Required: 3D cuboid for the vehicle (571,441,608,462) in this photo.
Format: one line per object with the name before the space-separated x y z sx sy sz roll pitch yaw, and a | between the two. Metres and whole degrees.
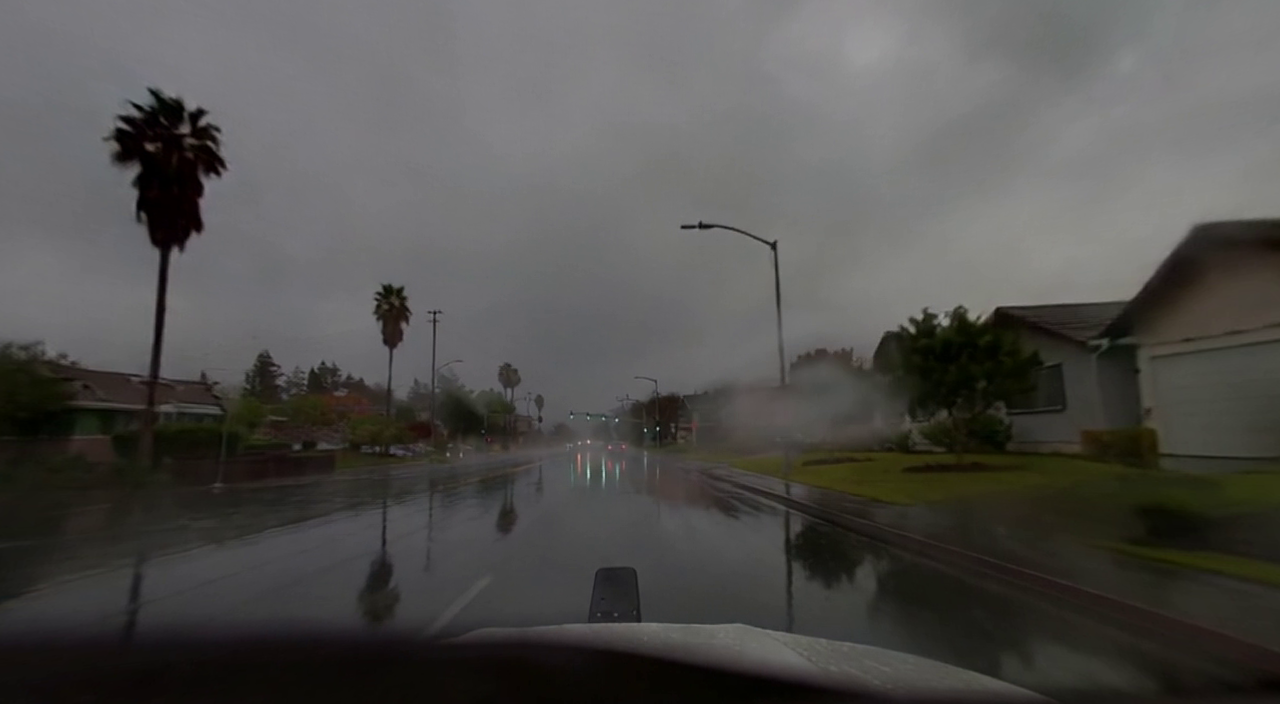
vehicle | -3.820 7.633 48.641 2.060 1.526 3.859 -1 -8 7
